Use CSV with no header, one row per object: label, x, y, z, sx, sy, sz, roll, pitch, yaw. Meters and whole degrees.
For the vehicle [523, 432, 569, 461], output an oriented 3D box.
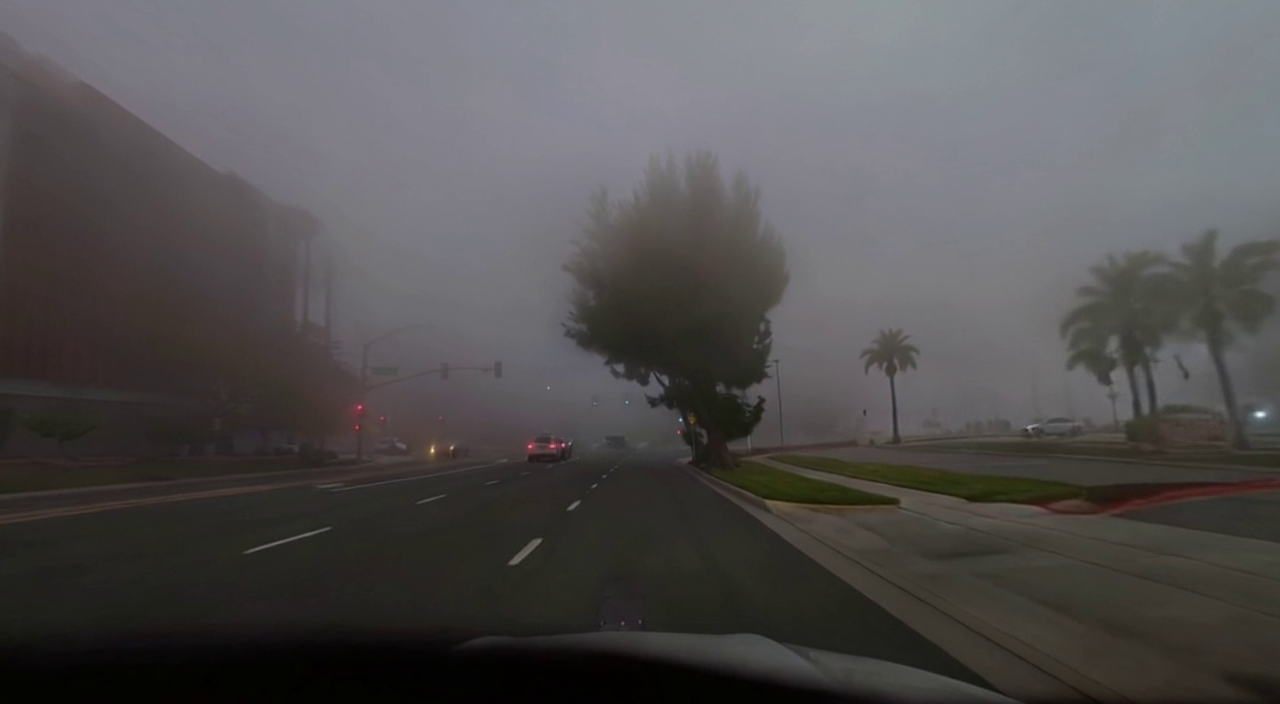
vehicle,-6.006,6.061,40.539,2.121,1.731,4.707,0,-8,1
